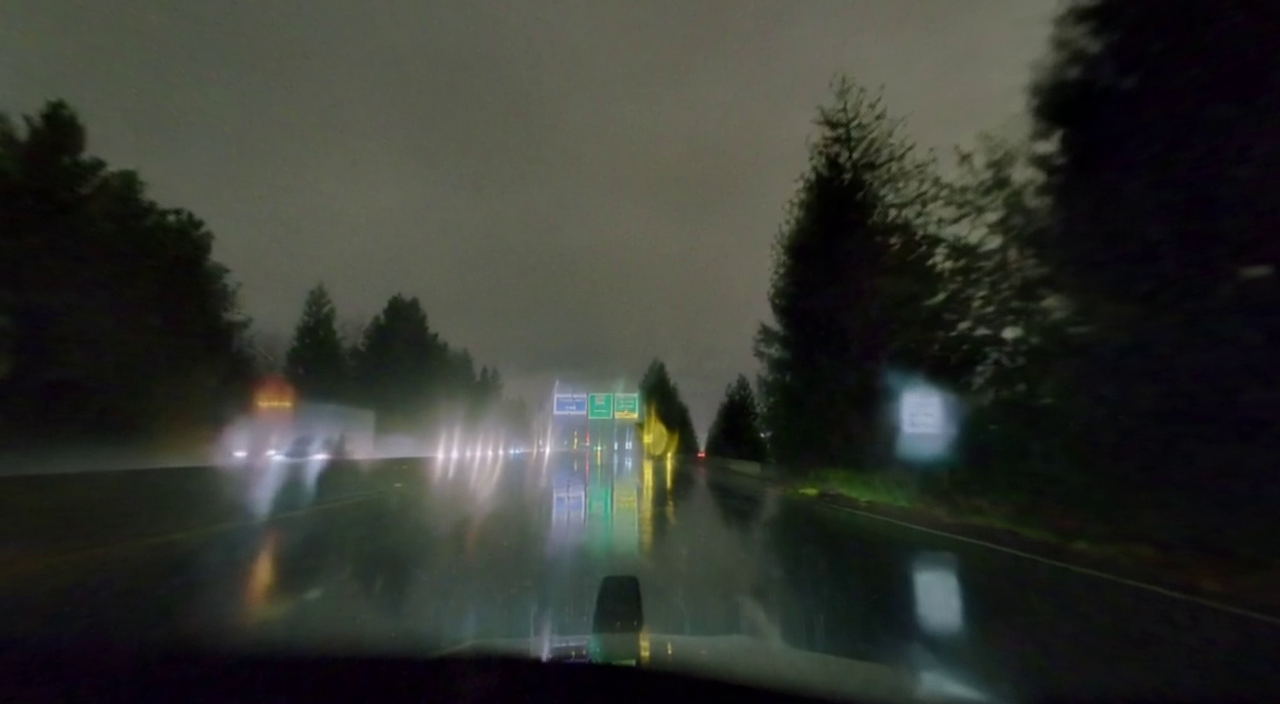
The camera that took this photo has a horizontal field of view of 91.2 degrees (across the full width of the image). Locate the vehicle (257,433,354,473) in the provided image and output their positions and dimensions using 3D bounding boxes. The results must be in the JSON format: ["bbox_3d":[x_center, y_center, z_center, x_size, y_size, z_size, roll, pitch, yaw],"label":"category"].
[{"bbox_3d":[-14.492,4.403,27.438,1.939,1.554,4.335,0,-9,-2],"label":"vehicle"}]

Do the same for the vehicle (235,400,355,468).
[{"bbox_3d":[-19.511,4.784,36.187,2.753,3.469,7.747,0,-9,-3],"label":"vehicle"}]
